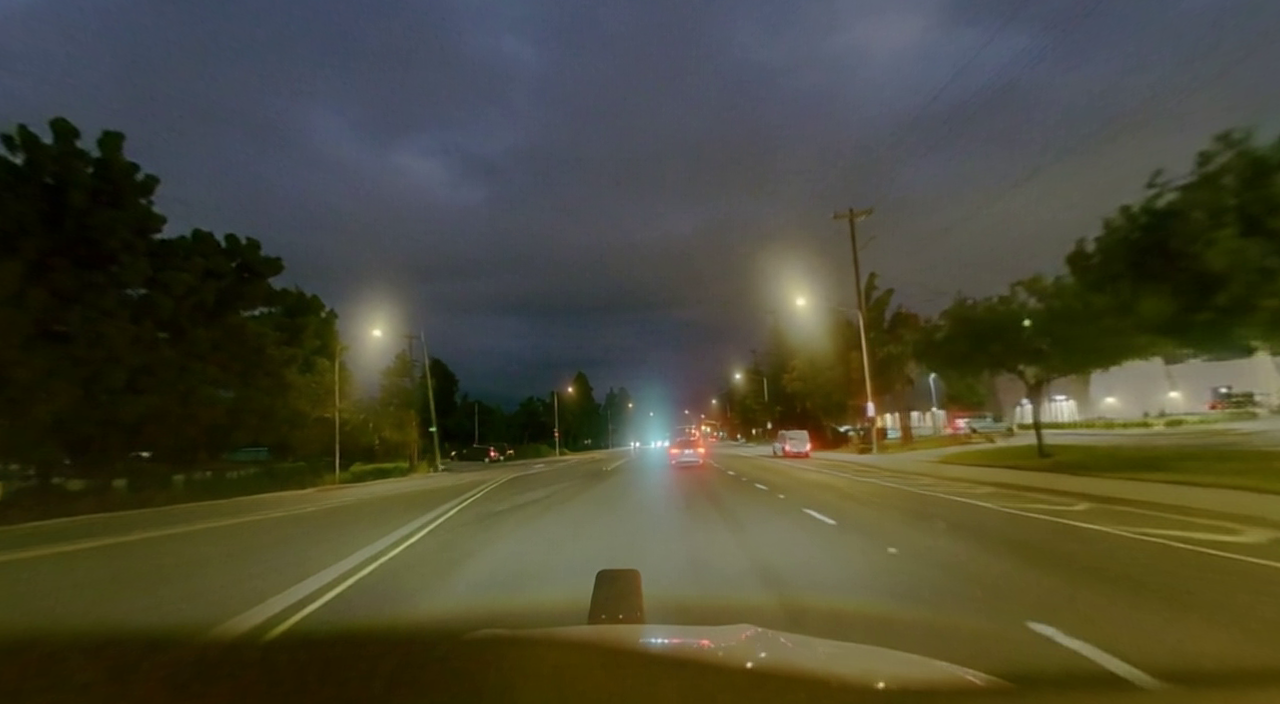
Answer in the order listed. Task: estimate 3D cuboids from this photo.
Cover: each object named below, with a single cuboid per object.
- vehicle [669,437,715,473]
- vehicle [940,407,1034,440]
[{"bbox_3d":[2.602,5.206,32.098,2.181,1.639,4.127,-1,-9,4],"label":"vehicle"},{"bbox_3d":[20.965,4.367,38.358,4.359,1.849,2.152,-1,-9,4],"label":"vehicle"}]
